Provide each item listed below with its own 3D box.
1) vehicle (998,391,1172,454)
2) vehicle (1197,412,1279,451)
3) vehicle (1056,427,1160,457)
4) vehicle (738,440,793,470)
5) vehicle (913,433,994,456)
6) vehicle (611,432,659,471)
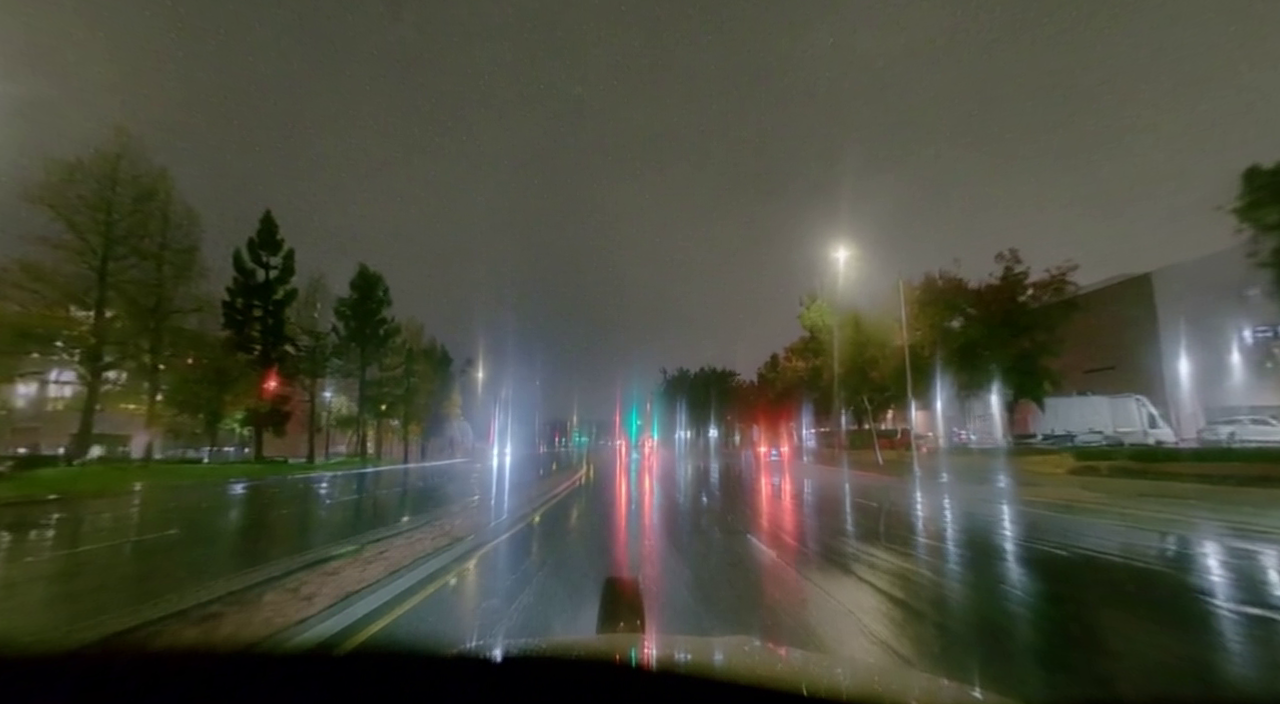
[{"bbox_3d":[23.936,3.847,34.290,7.258,3.283,2.680,0,-8,0],"label":"vehicle"},{"bbox_3d":[36.596,4.814,37.902,2.004,2.133,4.736,0,-8,2],"label":"vehicle"},{"bbox_3d":[23.325,4.508,31.576,3.651,1.409,1.857,0,-8,1],"label":"vehicle"},{"bbox_3d":[6.858,5.673,35.032,2.029,1.548,4.422,0,-8,-2],"label":"vehicle"},{"bbox_3d":[20.837,6.163,42.098,4.249,1.420,2.039,0,-8,-1],"label":"vehicle"},{"bbox_3d":[-0.275,4.931,31.437,2.227,1.794,4.457,0,-8,-1],"label":"vehicle"}]
